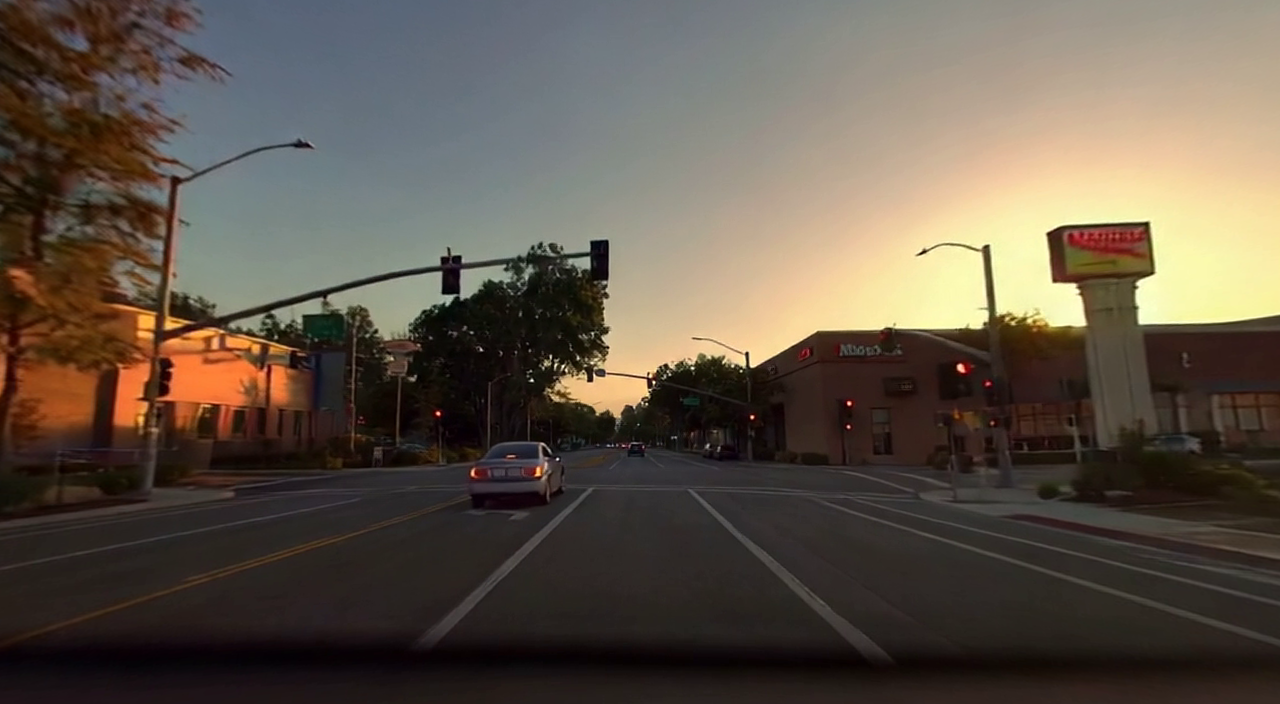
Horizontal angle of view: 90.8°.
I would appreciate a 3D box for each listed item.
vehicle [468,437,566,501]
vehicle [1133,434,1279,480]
[{"bbox_3d":[-3.270,3.180,17.553,1.915,1.553,3.846,0,-8,0],"label":"vehicle"},{"bbox_3d":[23.260,4.299,25.976,4.246,1.750,1.954,0,-8,1],"label":"vehicle"}]
